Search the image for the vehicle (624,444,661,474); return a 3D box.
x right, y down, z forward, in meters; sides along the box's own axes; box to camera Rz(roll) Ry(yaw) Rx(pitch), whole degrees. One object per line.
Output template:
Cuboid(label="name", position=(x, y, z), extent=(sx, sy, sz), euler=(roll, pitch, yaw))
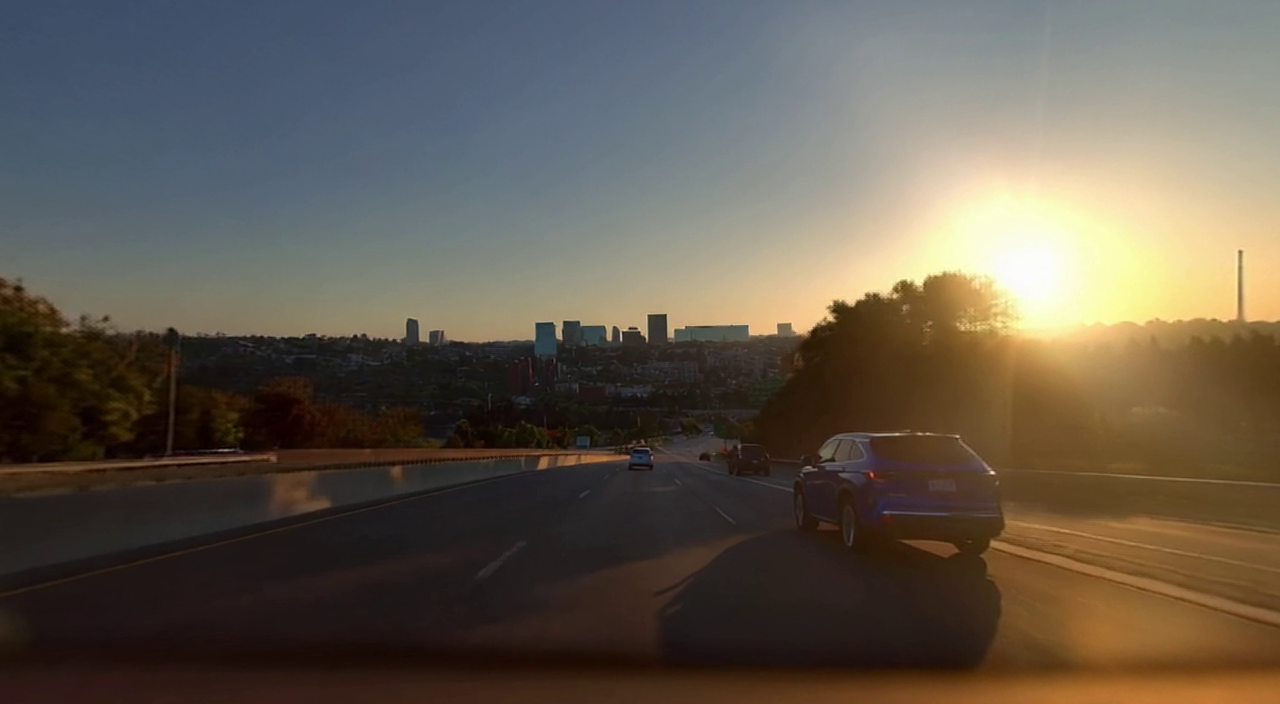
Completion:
Cuboid(label="vehicle", position=(0.161, 6.695, 39.869), extent=(2.181, 1.768, 4.383), euler=(0, -9, 0))

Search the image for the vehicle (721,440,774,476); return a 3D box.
Cuboid(label="vehicle", position=(7.319, 7.284, 43.768), extent=(2.526, 2.230, 6.190), euler=(0, -9, 0))

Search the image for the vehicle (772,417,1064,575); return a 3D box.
Cuboid(label="vehicle", position=(3.417, 1.858, 8.945), extent=(2.097, 1.659, 4.320), euler=(0, -9, -1))
